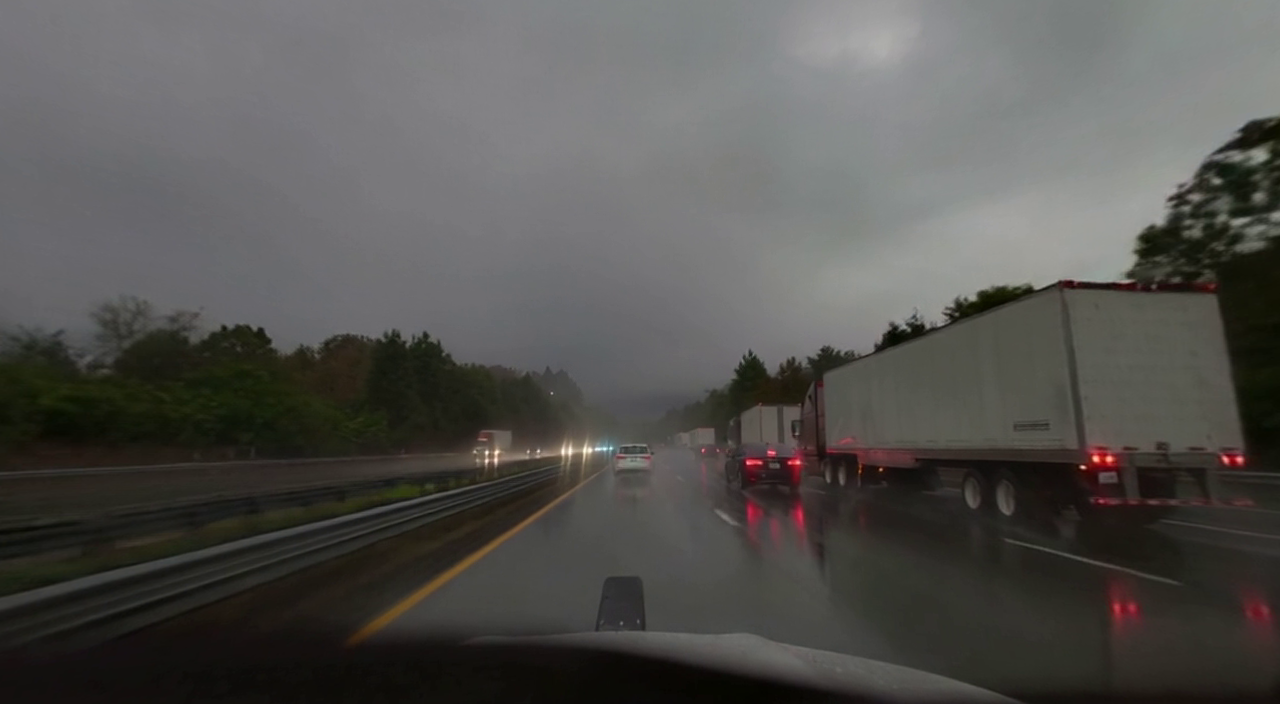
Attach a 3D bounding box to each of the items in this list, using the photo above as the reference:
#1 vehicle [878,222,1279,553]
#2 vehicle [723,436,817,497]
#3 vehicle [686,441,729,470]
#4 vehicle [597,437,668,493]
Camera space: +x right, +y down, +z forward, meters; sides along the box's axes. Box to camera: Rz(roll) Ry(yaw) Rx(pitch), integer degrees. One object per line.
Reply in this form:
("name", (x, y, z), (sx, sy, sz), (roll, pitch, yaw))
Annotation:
("vehicle", (7.606, 1.005, 11.935), (2.823, 4.063, 8.485), (0, -9, 0))
("vehicle", (3.704, 3.343, 18.755), (1.920, 1.594, 3.867), (0, -9, -1))
("vehicle", (4.134, 6.431, 39.321), (2.150, 1.632, 4.260), (0, -9, 0))
("vehicle", (-0.207, 3.550, 20.091), (2.023, 1.618, 3.628), (0, -9, 0))
